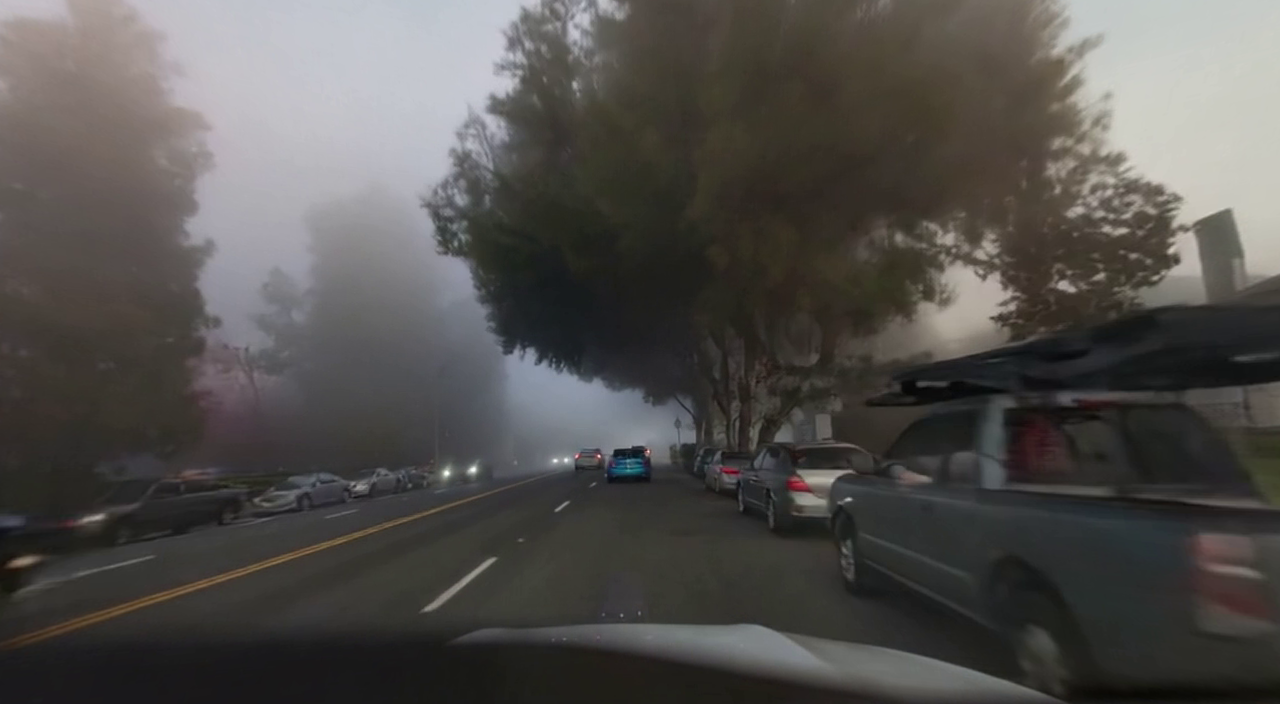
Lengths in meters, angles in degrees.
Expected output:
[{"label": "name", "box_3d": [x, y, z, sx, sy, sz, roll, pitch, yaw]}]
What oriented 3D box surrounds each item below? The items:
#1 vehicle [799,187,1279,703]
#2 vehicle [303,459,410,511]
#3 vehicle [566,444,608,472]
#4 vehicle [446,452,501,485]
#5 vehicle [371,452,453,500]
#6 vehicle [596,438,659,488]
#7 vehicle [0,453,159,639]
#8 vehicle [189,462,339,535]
[{"label": "vehicle", "box_3d": [2.508, 0.860, 3.315, 2.119, 1.884, 4.567, 0, -9, 0]}, {"label": "vehicle", "box_3d": [-12.167, 5.698, 27.601, 2.076, 1.600, 5.382, -8, -9, 0]}, {"label": "vehicle", "box_3d": [-3.066, 6.254, 37.351, 2.117, 1.528, 4.277, 0, -9, 0]}, {"label": "vehicle", "box_3d": [-9.137, 6.396, 35.091, 1.918, 1.648, 4.163, 0, -9, 0]}, {"label": "vehicle", "box_3d": [-12.142, 6.571, 34.120, 2.264, 2.010, 5.742, -4, -7, 0]}, {"label": "vehicle", "box_3d": [-0.400, 3.896, 22.418, 2.041, 1.575, 4.304, 0, -9, 0]}, {"label": "vehicle", "box_3d": [-6.373, 1.611, 4.622, 1.998, 1.518, 4.817, -5, -9, 0]}, {"label": "vehicle", "box_3d": [-12.346, 4.760, 21.230, 1.979, 1.815, 5.139, -6, -9, -1]}]
